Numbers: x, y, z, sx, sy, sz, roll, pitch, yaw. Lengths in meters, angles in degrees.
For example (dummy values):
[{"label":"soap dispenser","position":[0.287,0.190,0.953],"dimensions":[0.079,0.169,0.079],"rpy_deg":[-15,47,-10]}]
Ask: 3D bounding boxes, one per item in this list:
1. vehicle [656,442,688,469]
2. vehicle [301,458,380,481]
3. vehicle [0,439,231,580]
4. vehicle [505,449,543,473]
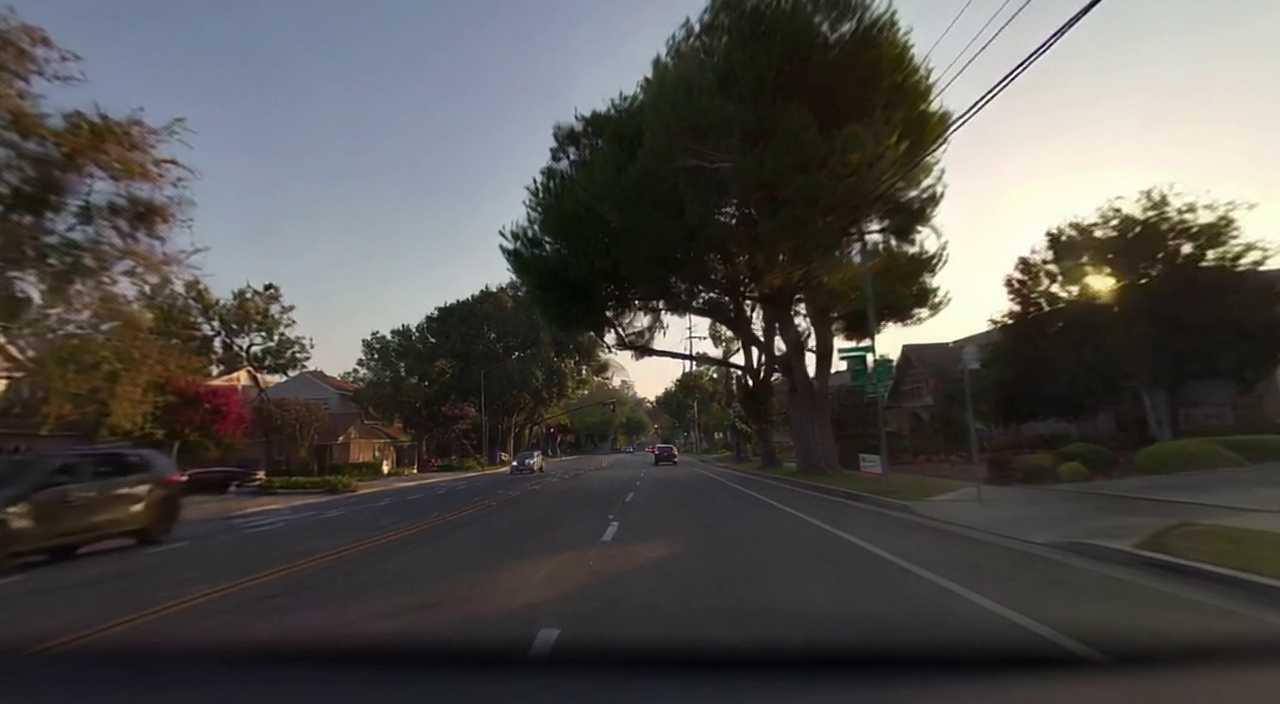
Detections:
[{"label":"vehicle","position":[2.236,7.356,45.142],"dimensions":[2.215,1.799,4.426],"rpy_deg":[0,-8,2]},{"label":"vehicle","position":[-20.444,8.025,43.198],"dimensions":[4.455,1.464,1.885],"rpy_deg":[-1,-9,8]},{"label":"vehicle","position":[-10.085,2.468,10.559],"dimensions":[2.337,1.963,5.862],"rpy_deg":[-1,-8,3]},{"label":"vehicle","position":[-9.033,8.497,49.493],"dimensions":[1.985,1.741,4.370],"rpy_deg":[-1,-8,2]}]
